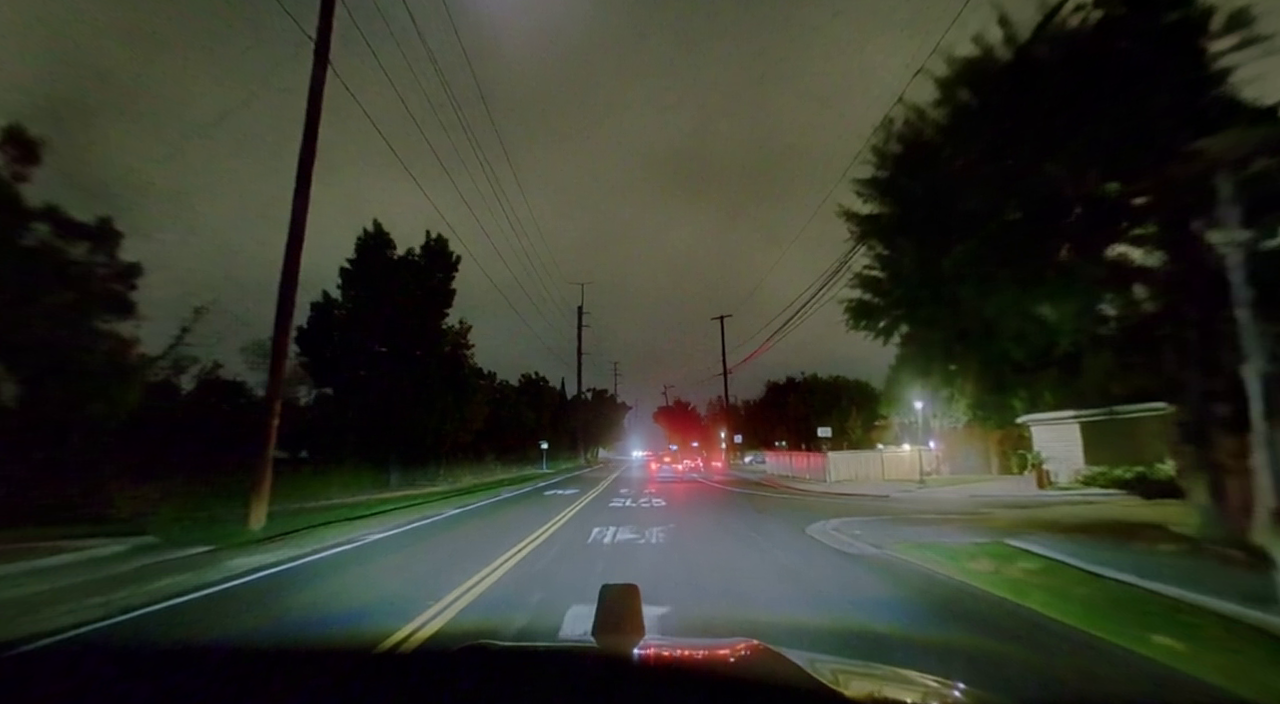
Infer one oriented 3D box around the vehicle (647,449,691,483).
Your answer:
[{"bbox_3d":[1.323,5.472,30.539,1.975,1.497,3.647,0,-9,1],"label":"vehicle"}]
